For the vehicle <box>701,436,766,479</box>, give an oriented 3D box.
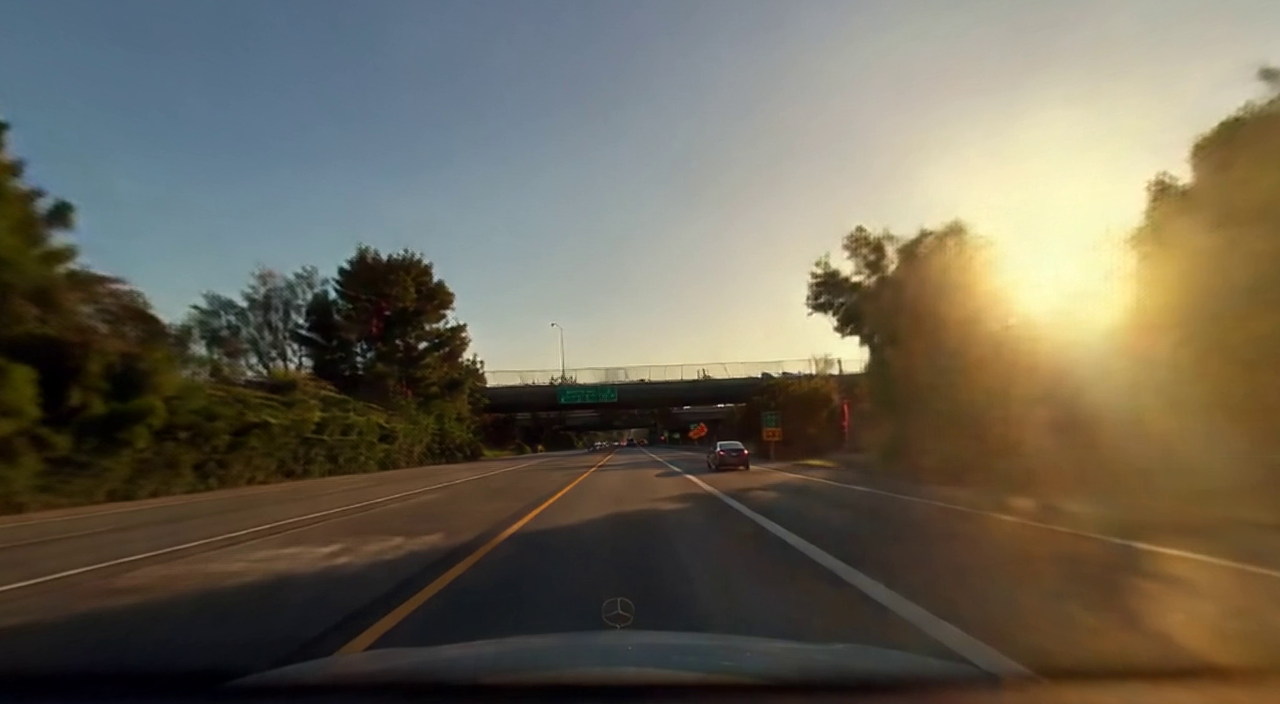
[{"bbox_3d":[3.449,3.942,23.862,1.781,1.470,3.540,0,-8,-2],"label":"vehicle"}]
